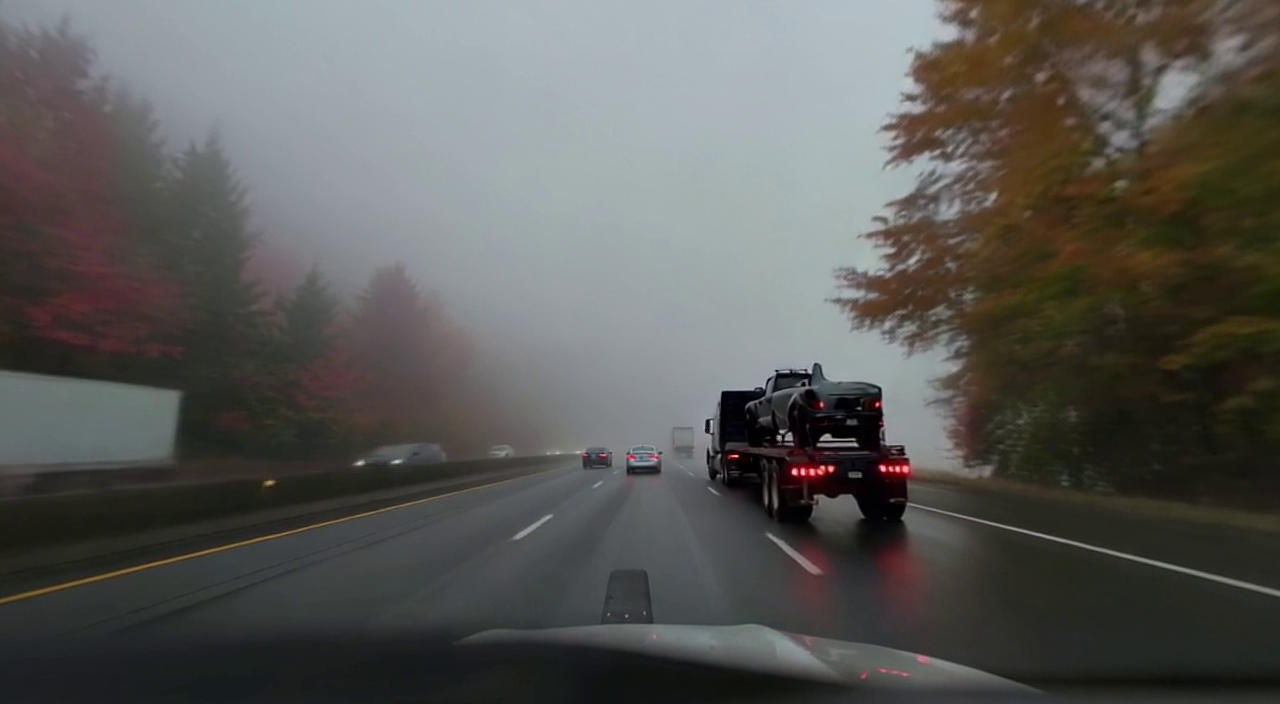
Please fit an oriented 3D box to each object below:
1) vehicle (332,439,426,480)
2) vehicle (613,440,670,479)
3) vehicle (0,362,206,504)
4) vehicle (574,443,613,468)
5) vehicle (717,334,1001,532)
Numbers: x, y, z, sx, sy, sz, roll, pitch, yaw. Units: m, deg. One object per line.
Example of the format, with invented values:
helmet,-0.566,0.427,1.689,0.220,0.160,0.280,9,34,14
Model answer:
vehicle,-10.598,4.371,25.919,1.948,1.535,4.152,-1,-8,3
vehicle,0.125,4.407,26.104,2.152,1.484,4.211,0,-8,2
vehicle,-18.542,2.696,20.444,2.838,3.779,7.955,0,-8,2
vehicle,-2.752,6.198,37.860,1.928,1.464,3.706,0,-8,2
vehicle,4.386,2.269,16.964,3.150,3.257,13.098,0,-8,1
